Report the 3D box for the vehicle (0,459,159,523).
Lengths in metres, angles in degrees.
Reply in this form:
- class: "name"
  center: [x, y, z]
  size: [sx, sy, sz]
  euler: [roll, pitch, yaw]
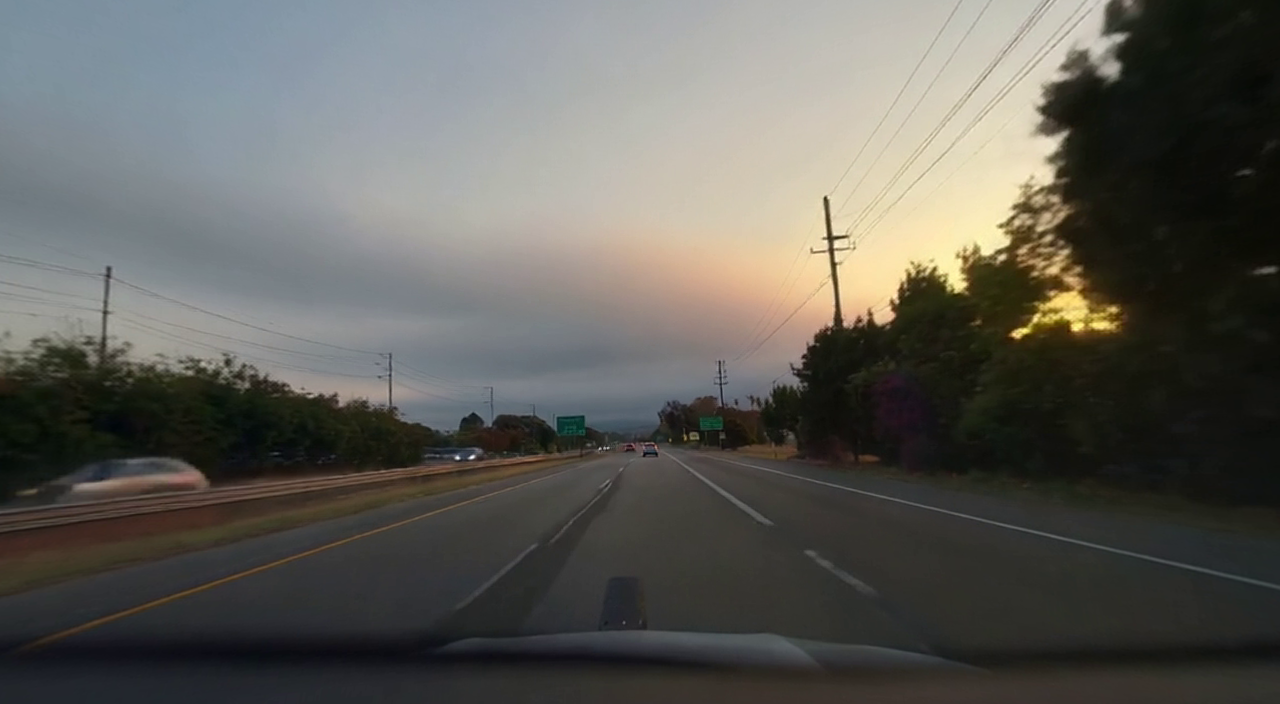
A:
- class: "vehicle"
  center: [-16.991, 3.986, 18.547]
  size: [1.904, 1.490, 4.703]
  euler: [-1, -8, 1]
